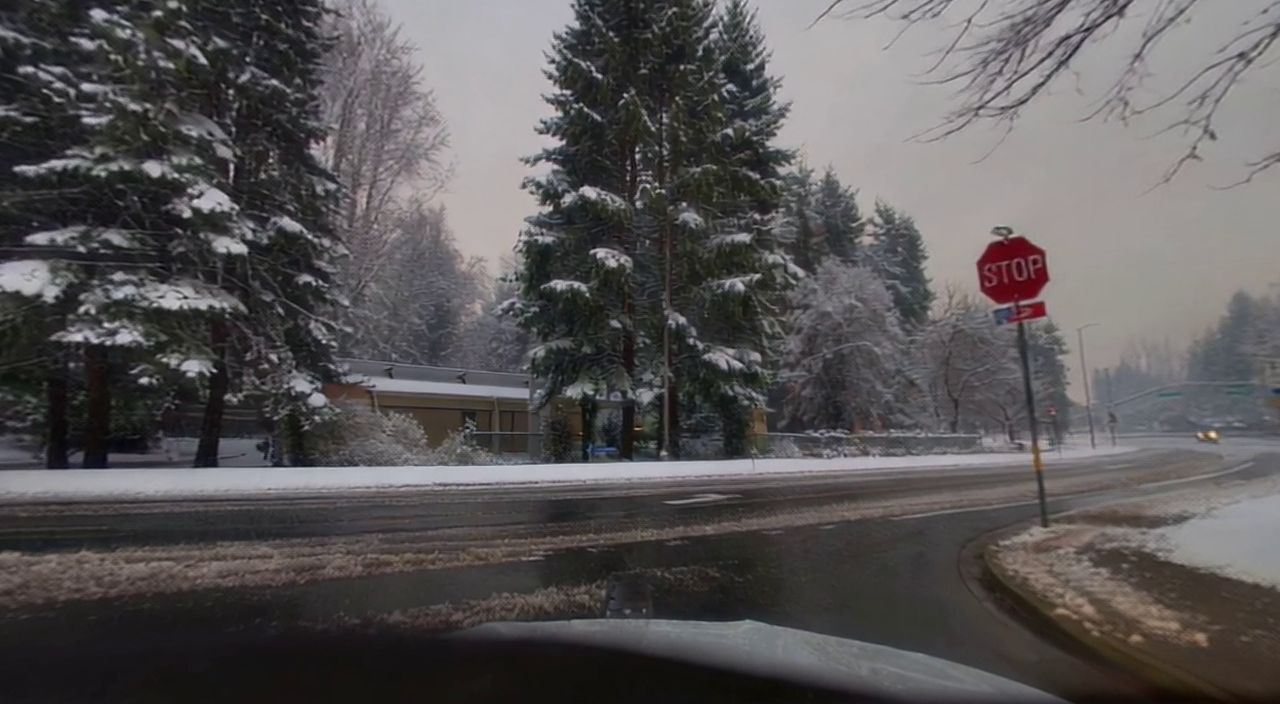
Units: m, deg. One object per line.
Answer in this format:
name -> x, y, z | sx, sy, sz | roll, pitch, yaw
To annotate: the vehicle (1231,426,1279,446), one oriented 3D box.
vehicle -> 48.038, 6.584, 49.080 | 4.473, 1.474, 2.108 | 6, -11, -37
